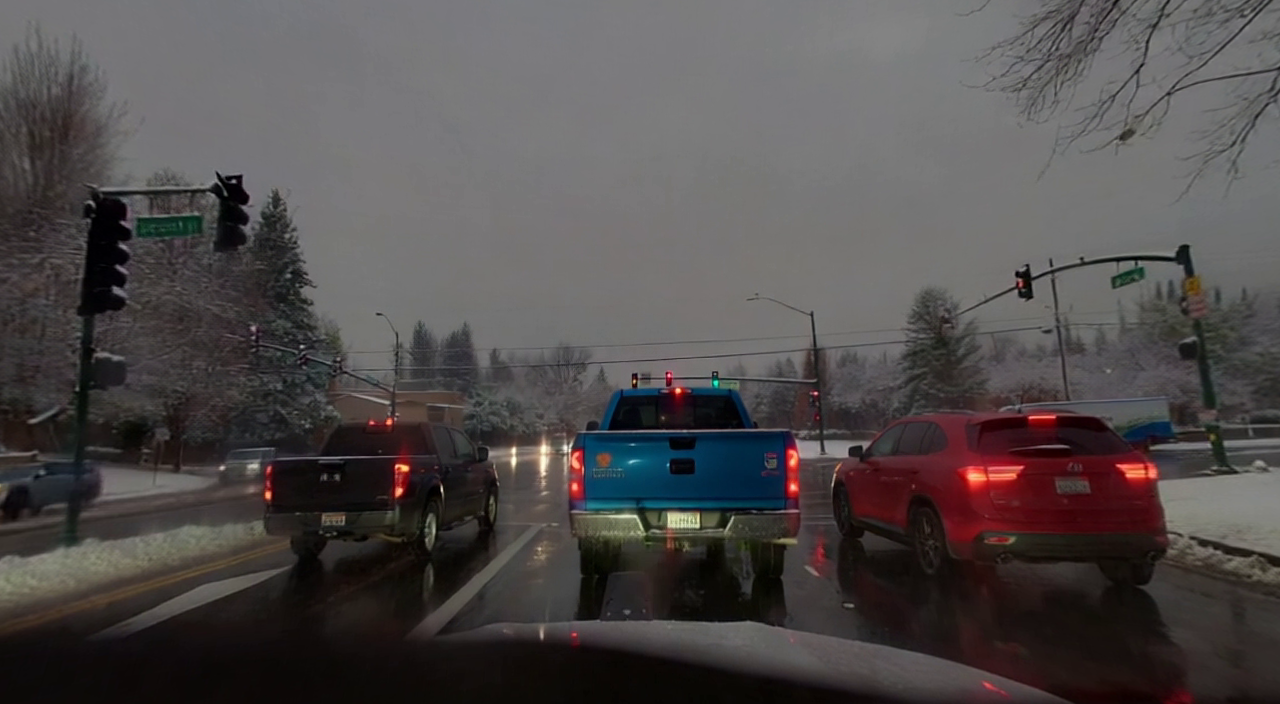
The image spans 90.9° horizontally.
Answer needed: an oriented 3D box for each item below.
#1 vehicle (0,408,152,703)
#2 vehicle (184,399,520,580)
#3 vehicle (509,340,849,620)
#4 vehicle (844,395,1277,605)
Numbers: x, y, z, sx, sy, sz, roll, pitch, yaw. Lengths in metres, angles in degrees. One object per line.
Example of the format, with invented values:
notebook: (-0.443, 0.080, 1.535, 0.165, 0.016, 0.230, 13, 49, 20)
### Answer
vehicle: (-3.390, 0.707, 0.650, 1.998, 1.481, 4.656, 0, -8, 1)
vehicle: (-3.288, 1.686, 8.585, 2.125, 1.739, 4.707, 0, -8, 3)
vehicle: (0.324, 1.284, 7.155, 2.505, 2.084, 4.768, 0, -8, 1)
vehicle: (4.040, 1.490, 7.184, 1.984, 1.659, 4.226, 0, -8, 0)
